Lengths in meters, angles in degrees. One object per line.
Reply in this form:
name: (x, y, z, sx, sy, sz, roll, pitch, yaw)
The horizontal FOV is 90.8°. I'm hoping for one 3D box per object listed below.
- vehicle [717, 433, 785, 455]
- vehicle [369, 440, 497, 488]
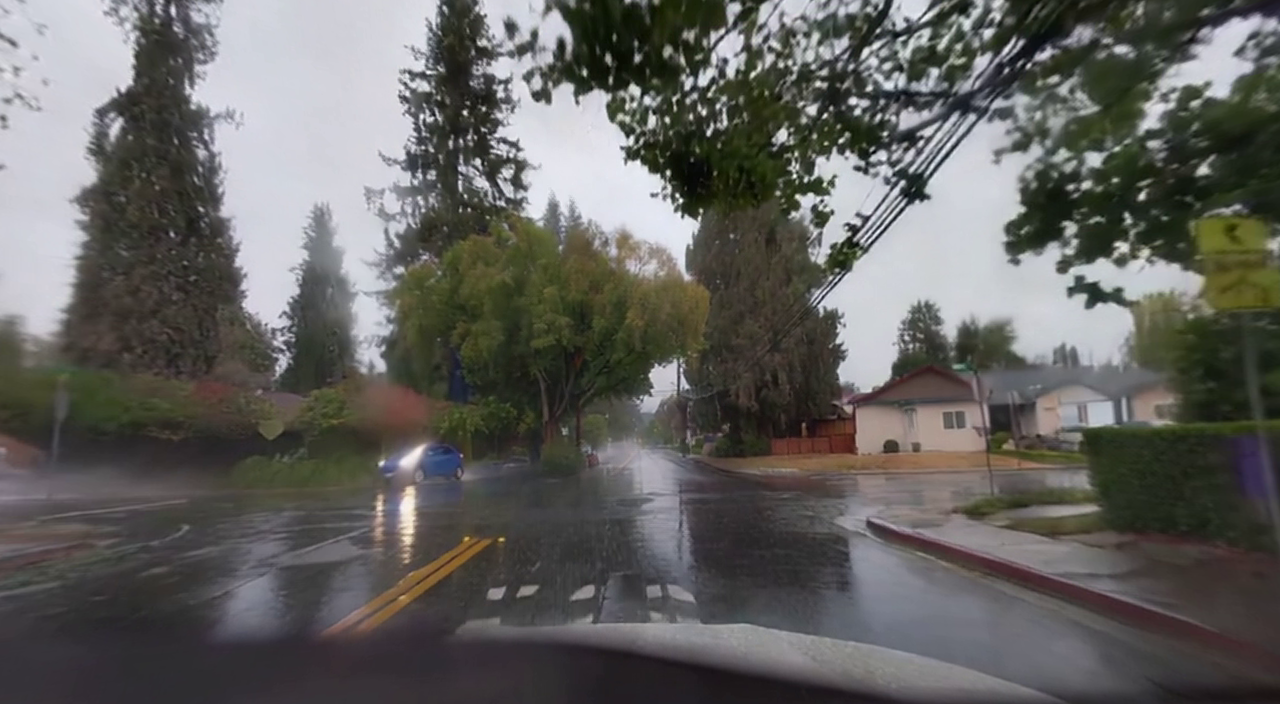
vehicle: (8.455, 7.065, 48.554, 4.784, 1.647, 1.947, 0, -8, -4)
vehicle: (-7.523, 4.075, 23.508, 1.988, 1.596, 4.396, -4, -9, 26)
